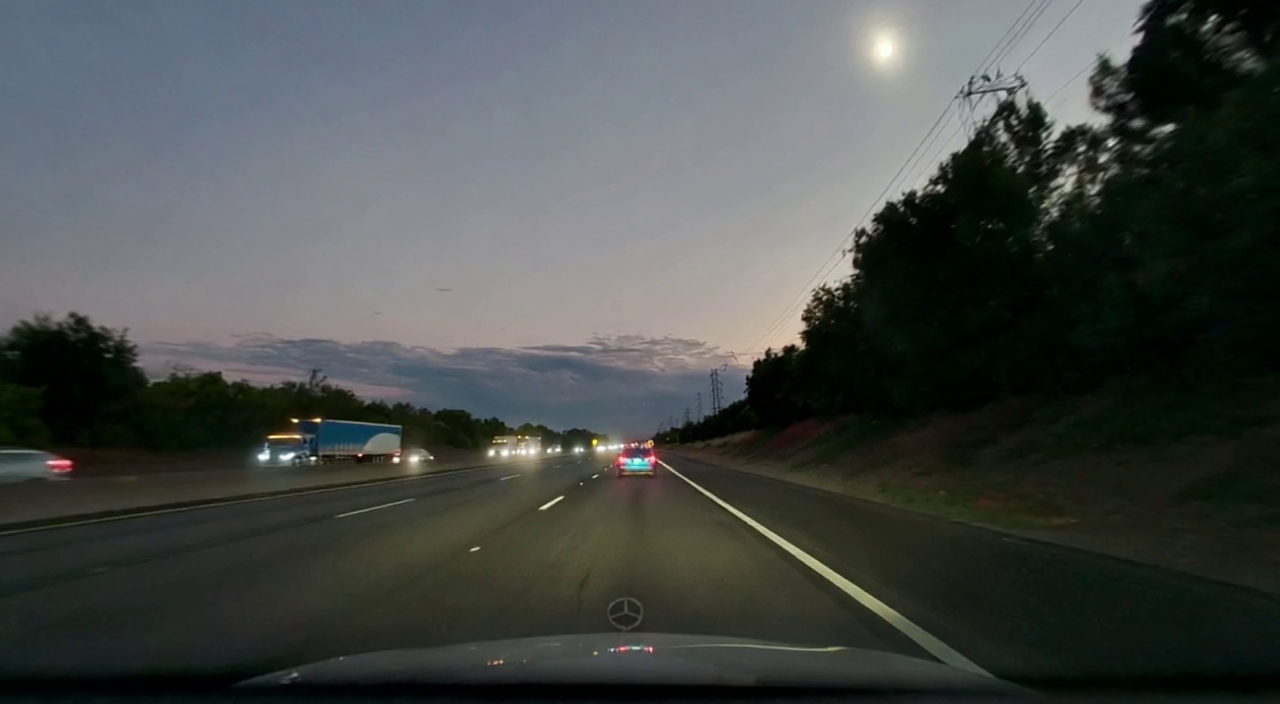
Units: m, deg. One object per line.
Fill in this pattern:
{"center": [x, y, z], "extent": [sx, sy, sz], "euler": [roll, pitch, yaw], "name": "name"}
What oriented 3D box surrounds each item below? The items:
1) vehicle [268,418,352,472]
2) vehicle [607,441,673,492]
{"center": [-24.877, 7.049, 47.867], "extent": [2.921, 3.795, 5.976], "euler": [0, -9, 0], "name": "vehicle"}
{"center": [-0.026, 3.744, 20.924], "extent": [1.966, 1.499, 4.298], "euler": [0, -9, -1], "name": "vehicle"}
